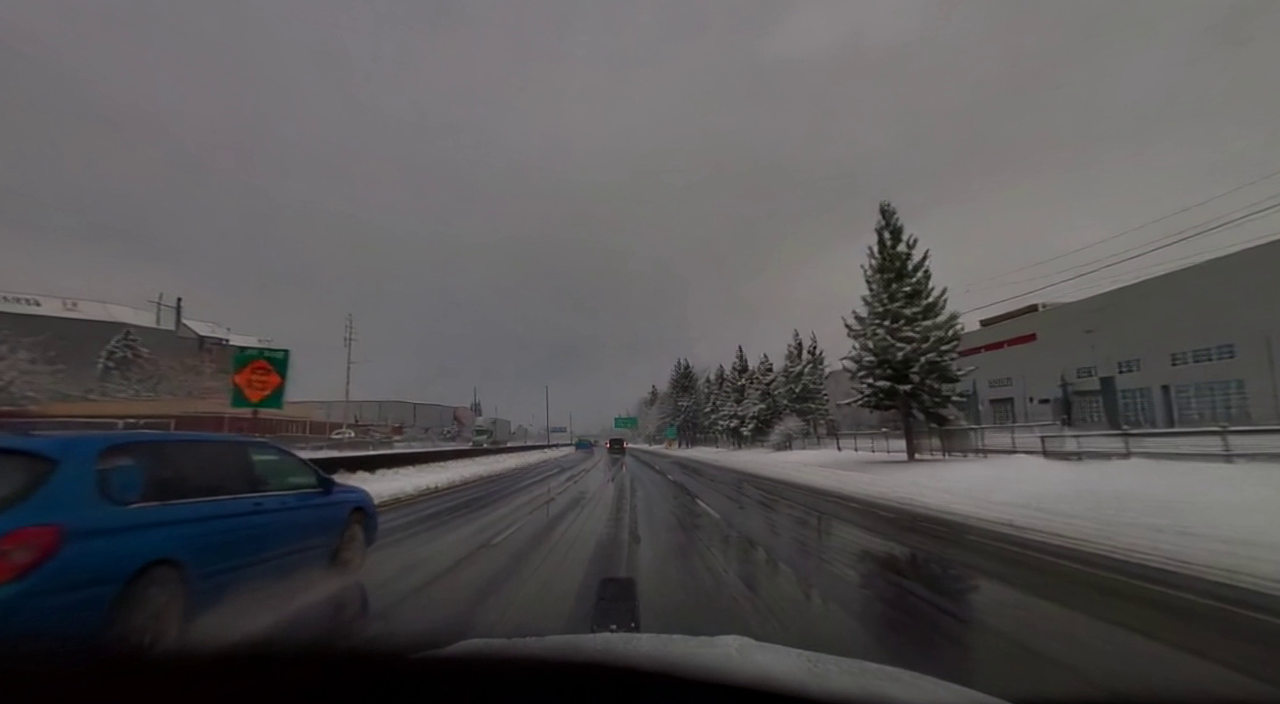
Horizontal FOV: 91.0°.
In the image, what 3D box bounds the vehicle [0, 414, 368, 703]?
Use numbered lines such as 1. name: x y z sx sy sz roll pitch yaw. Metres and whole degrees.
1. vehicle: -3.683 1.226 4.206 1.916 1.451 4.166 0 -8 -1
